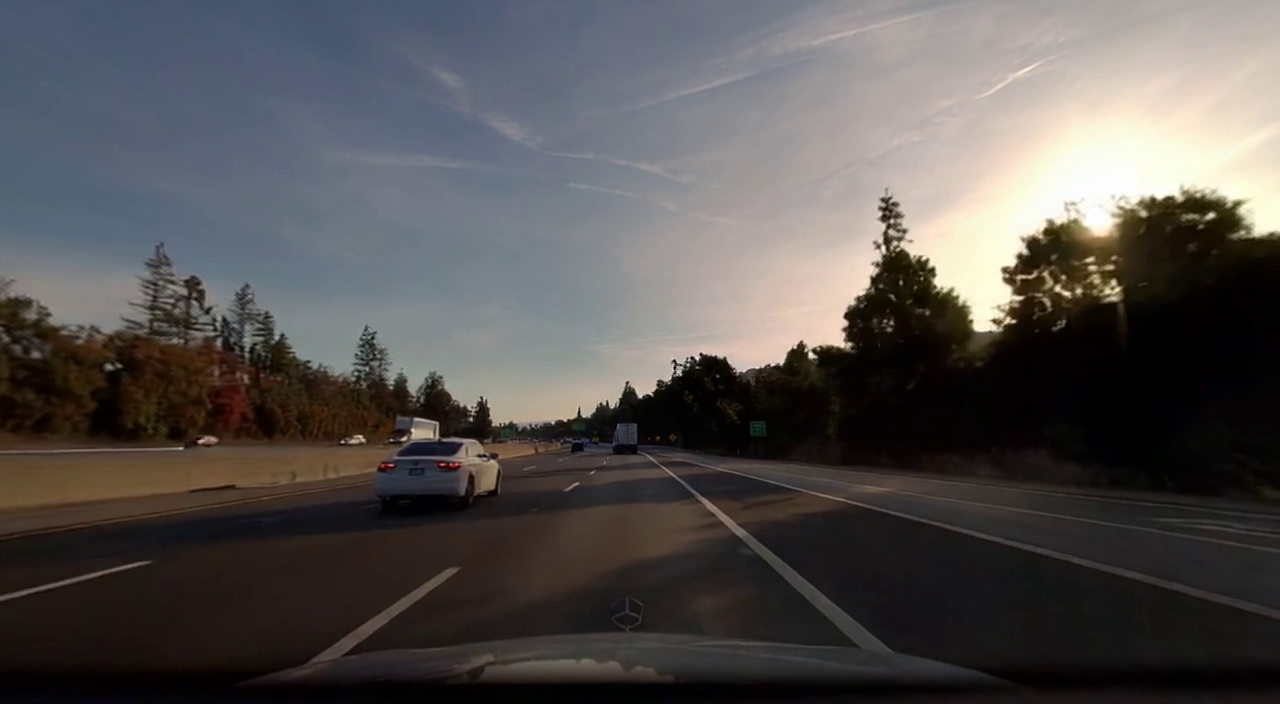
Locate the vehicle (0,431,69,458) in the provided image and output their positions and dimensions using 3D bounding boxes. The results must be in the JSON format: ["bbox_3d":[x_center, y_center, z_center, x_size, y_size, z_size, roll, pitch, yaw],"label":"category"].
[{"bbox_3d":[-39.937,5.945,40.455,2.111,1.646,4.435,0,-8,-1],"label":"vehicle"}]

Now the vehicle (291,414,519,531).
[{"bbox_3d":[-4.032,2.186,12.033,2.316,1.731,5.126,0,-8,1],"label":"vehicle"}]
